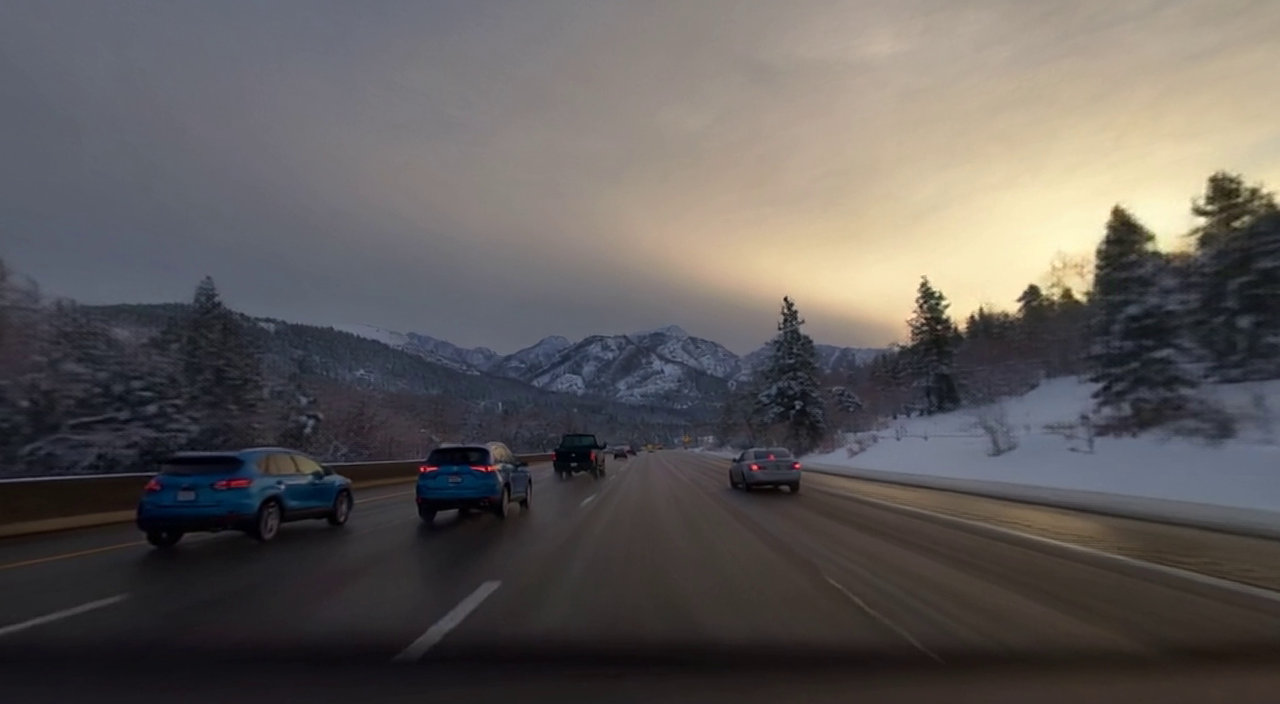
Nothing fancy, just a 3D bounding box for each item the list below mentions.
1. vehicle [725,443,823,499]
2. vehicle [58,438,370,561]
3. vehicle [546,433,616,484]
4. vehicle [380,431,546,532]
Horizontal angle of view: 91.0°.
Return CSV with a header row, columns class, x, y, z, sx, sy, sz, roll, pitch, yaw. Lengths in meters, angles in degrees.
class,x,y,z,sx,sy,sz,roll,pitch,yaw
vehicle,4.095,3.706,20.069,2.071,1.570,4.637,0,-9,0
vehicle,-6.783,2.354,10.899,2.084,1.639,4.648,0,-9,1
vehicle,-2.582,4.906,29.260,2.494,2.136,5.539,0,-9,2
vehicle,-3.381,2.565,13.019,2.080,1.716,4.207,0,-9,2
